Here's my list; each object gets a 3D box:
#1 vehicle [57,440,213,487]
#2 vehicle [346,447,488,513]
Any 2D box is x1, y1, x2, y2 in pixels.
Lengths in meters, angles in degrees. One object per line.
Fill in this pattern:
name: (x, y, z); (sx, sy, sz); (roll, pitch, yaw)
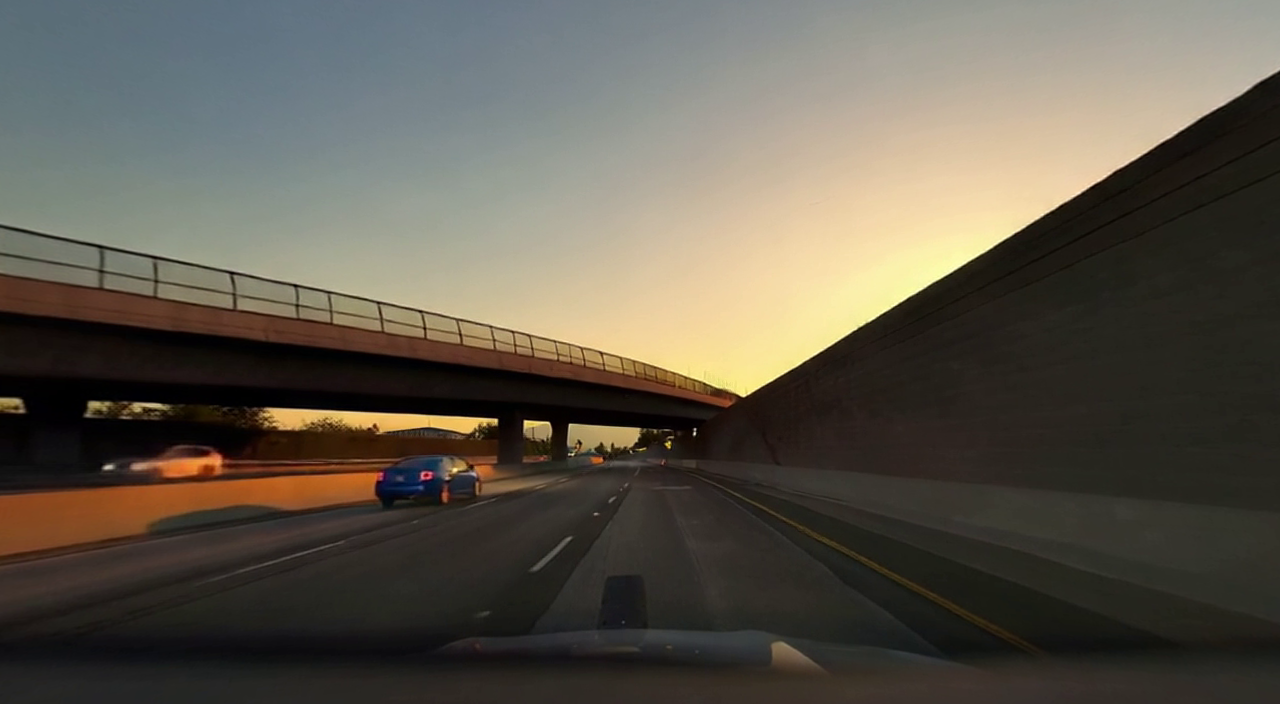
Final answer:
vehicle: (-18.747, 4.160, 23.739); (2.039, 1.579, 4.522); (0, -9, 1)
vehicle: (-6.039, 3.515, 17.817); (2.172, 1.587, 4.518); (-1, -9, 3)
